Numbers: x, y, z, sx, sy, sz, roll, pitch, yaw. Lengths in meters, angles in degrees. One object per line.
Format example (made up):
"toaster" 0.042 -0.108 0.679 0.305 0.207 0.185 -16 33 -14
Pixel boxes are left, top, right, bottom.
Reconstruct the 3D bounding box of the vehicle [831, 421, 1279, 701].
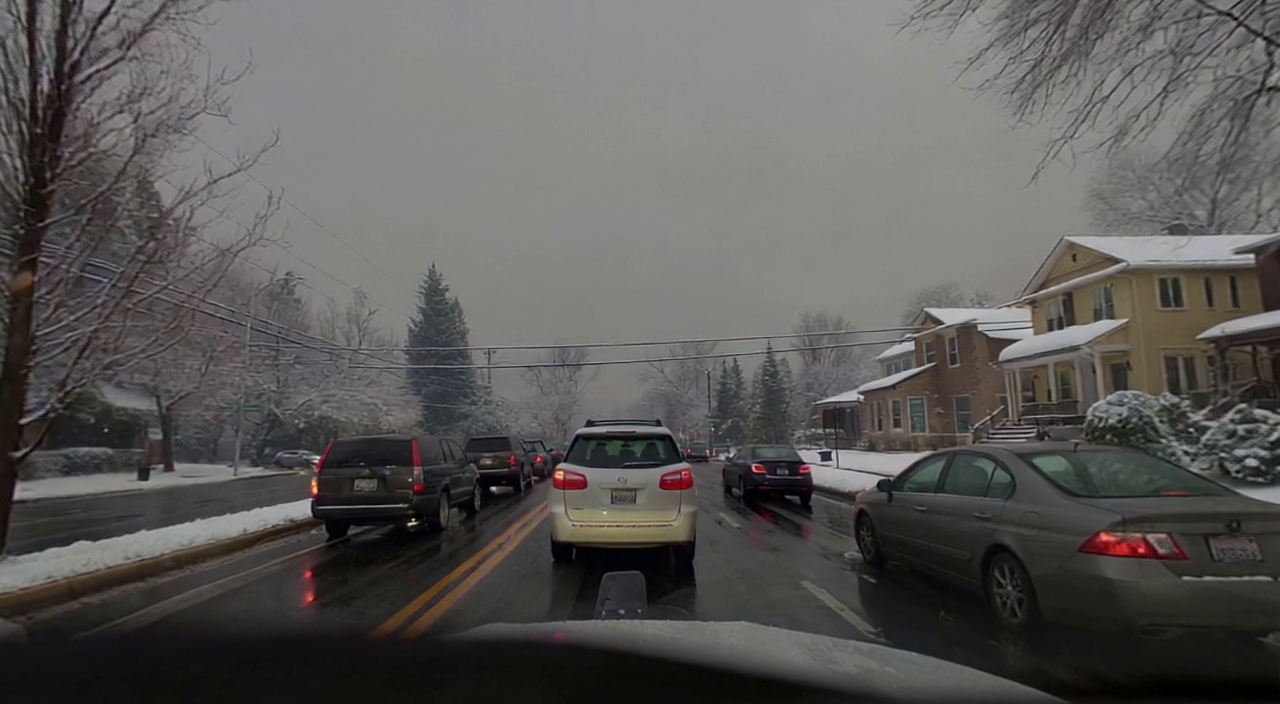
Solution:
"vehicle" 3.479 1.460 5.756 1.977 1.480 4.589 0 -8 -1

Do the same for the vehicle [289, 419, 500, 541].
"vehicle" -3.711 2.005 10.530 1.864 1.576 4.324 0 -8 -2

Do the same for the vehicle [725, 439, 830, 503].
"vehicle" 3.504 3.097 16.878 1.880 1.476 3.932 0 -8 -1

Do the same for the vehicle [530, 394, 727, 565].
"vehicle" -0.224 1.709 9.173 2.164 1.867 4.254 0 -8 -3
